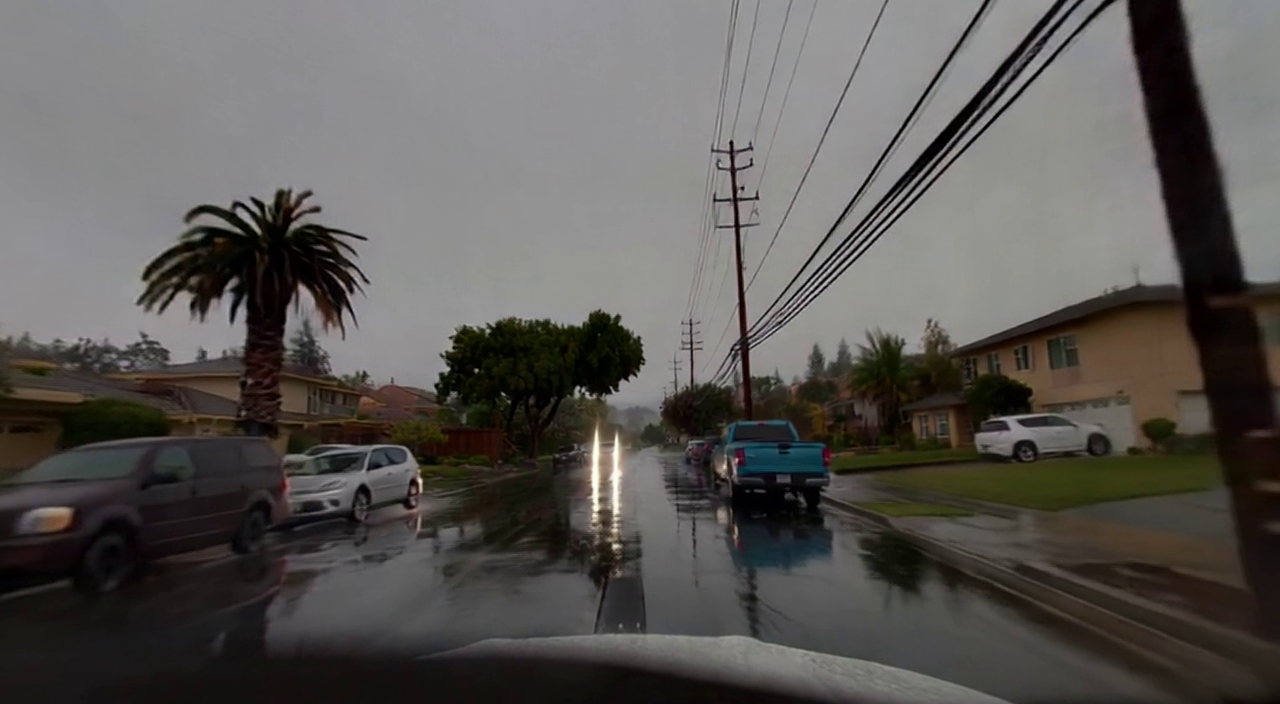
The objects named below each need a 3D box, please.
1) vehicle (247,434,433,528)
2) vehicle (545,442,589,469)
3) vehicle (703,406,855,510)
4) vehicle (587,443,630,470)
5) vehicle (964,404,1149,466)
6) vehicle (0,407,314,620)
[{"bbox_3d":[-6.545,2.842,14.483,1.930,1.784,4.474,0,-9,2],"label":"vehicle"},{"bbox_3d":[-5.050,7.279,44.375,2.226,1.768,4.780,-1,-9,4],"label":"vehicle"},{"bbox_3d":[3.042,2.580,15.678,2.437,2.015,6.511,0,-9,1],"label":"vehicle"},{"bbox_3d":[-1.863,6.401,39.002,2.213,1.548,4.370,-1,-9,4],"label":"vehicle"},{"bbox_3d":[14.369,2.918,22.065,4.778,1.903,2.205,-2,-9,0],"label":"vehicle"},{"bbox_3d":[-6.749,1.859,8.304,2.252,1.944,4.714,0,-9,2],"label":"vehicle"}]
